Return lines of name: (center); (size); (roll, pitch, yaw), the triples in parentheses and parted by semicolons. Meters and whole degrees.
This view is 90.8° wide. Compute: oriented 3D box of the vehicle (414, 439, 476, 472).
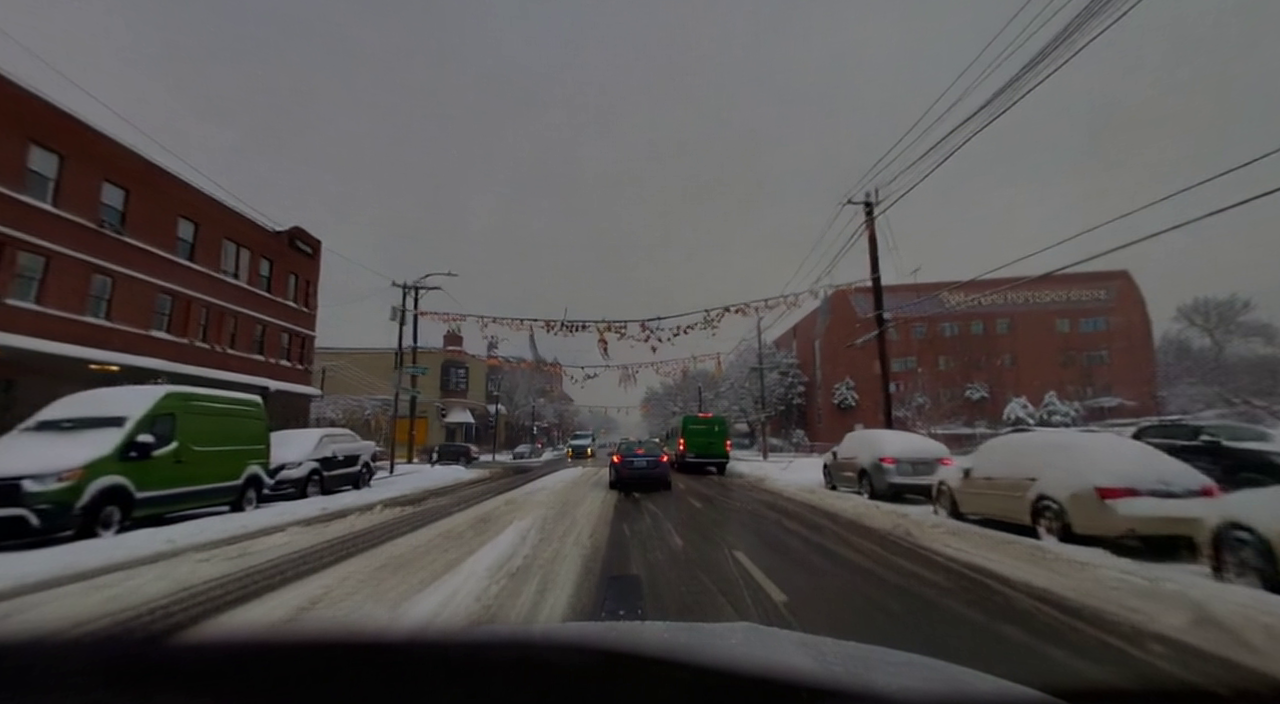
vehicle: (-10.071, 5.388, 32.932); (1.962, 1.529, 4.109); (2, -9, -1)

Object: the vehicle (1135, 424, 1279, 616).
vehicle: (5.961, 1.173, 4.045); (2.012, 1.470, 4.394); (0, -8, 0)

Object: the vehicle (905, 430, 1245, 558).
vehicle: (6.036, 1.991, 9.703); (1.876, 1.471, 4.657); (0, -8, 0)

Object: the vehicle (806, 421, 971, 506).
vehicle: (5.938, 2.734, 15.942); (2.079, 1.788, 4.974); (0, -8, 0)

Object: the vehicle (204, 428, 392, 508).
vehicle: (-9.532, 3.275, 18.444); (2.385, 1.915, 5.803); (0, -8, -2)

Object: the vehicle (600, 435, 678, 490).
vehicle: (-0.088, 3.315, 19.302); (2.112, 1.464, 4.411); (0, -8, -2)

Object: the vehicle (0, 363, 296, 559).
vehicle: (-9.451, 1.936, 11.786); (2.724, 2.739, 5.663); (0, -8, 1)

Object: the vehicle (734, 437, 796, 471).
vehicle: (5.696, 4.704, 29.338); (1.824, 1.481, 4.057); (0, -8, -4)

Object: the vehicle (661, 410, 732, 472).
vehicle: (2.451, 4.150, 29.498); (2.649, 2.583, 5.800); (0, -8, -1)
